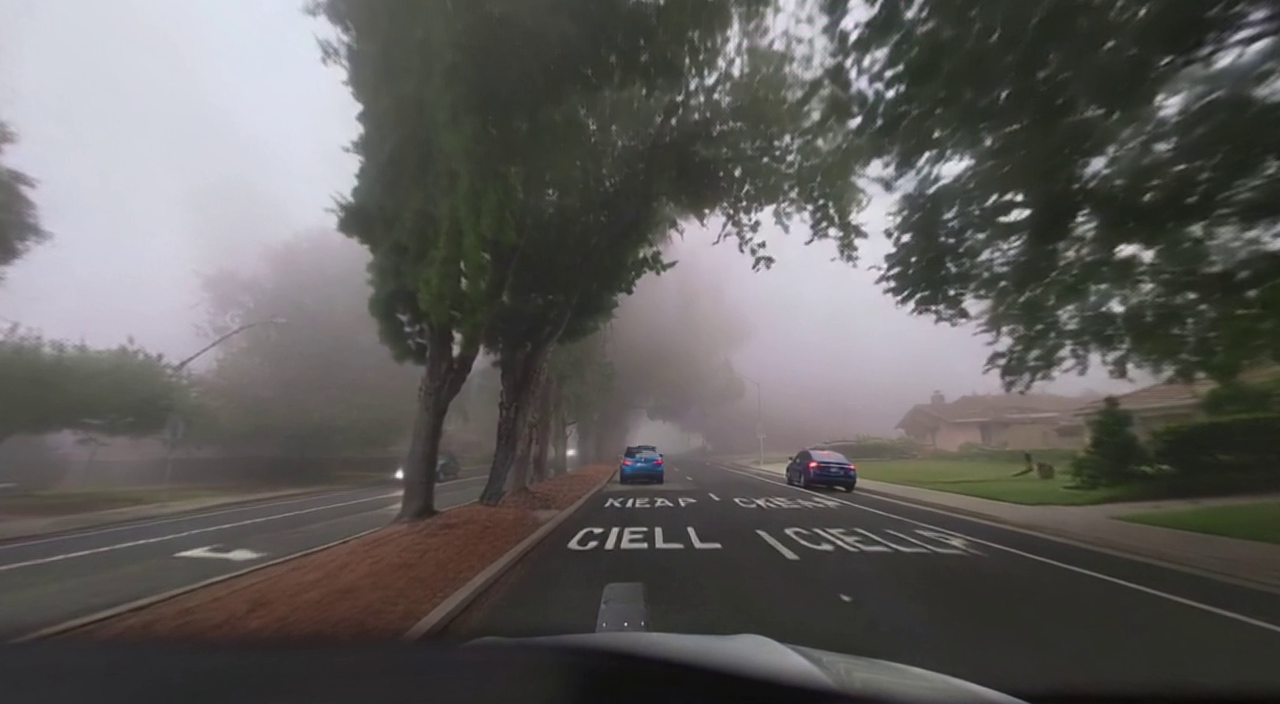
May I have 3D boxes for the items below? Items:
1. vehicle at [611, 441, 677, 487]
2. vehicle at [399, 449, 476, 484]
[{"bbox_3d":[0.140,4.048,23.159,2.158,1.469,4.909,0,-8,0],"label":"vehicle"},{"bbox_3d":[-9.386,5.303,29.645,2.030,1.468,4.469,-1,-9,1],"label":"vehicle"}]
